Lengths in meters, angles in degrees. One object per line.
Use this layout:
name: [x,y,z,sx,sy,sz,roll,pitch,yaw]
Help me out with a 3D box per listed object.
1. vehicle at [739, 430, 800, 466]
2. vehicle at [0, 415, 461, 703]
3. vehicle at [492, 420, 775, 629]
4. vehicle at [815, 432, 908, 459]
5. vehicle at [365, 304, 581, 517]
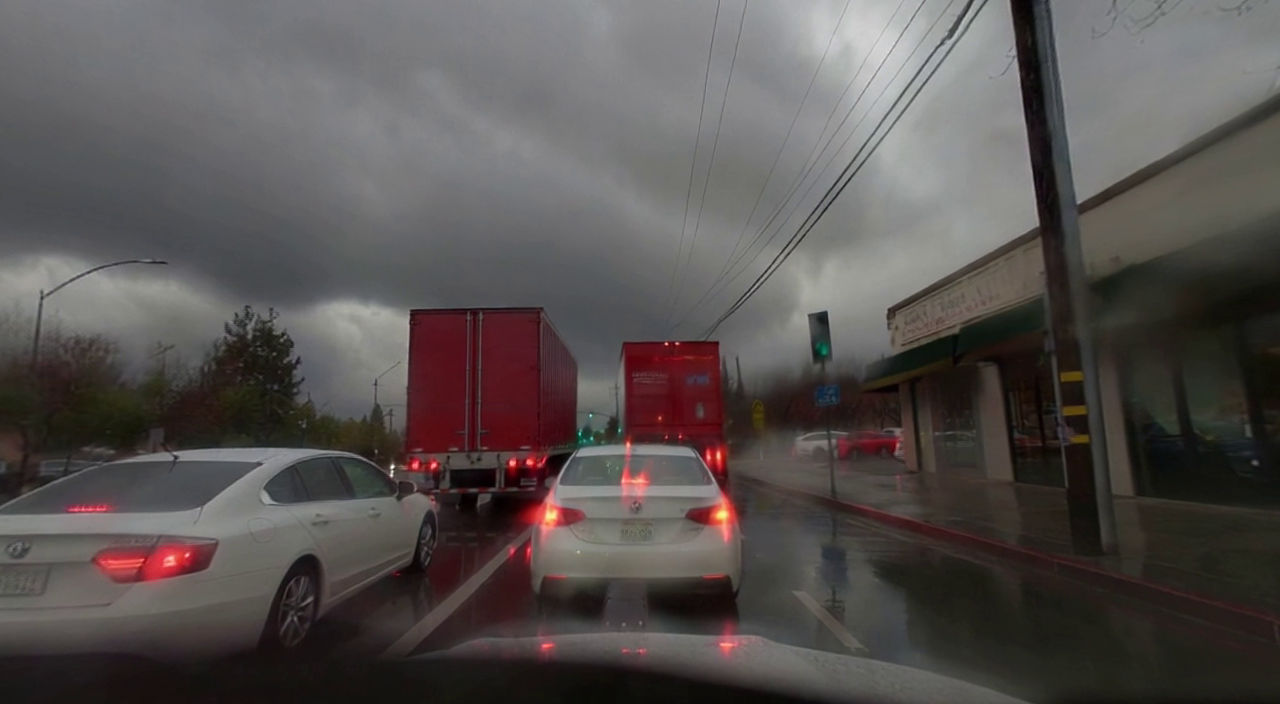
vehicle: [6.960,5.231,34.281,2.061,1.845,4.829,0,-8,-3]
vehicle: [-3.103,1.361,5.165,1.969,1.471,4.378,0,-8,0]
vehicle: [-0.109,1.569,6.721,2.067,1.506,4.118,0,-8,-2]
vehicle: [12.562,5.345,35.811,4.574,1.478,1.880,-1,-8,4]
vehicle: [-3.277,1.527,14.747,3.020,3.800,7.105,0,-8,0]
